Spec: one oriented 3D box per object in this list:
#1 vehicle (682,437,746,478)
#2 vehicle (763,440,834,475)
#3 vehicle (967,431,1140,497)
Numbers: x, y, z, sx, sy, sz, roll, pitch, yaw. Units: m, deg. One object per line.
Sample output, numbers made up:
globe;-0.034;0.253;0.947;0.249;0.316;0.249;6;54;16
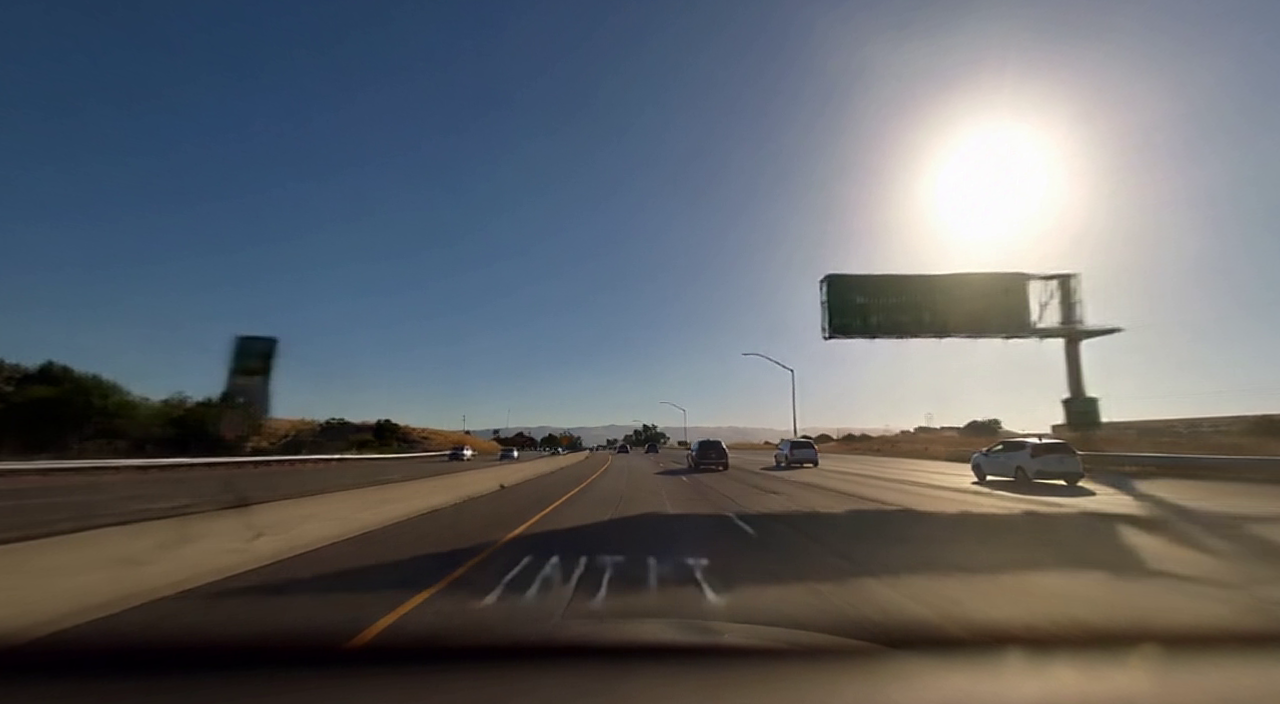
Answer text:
vehicle;3.034;4.445;26.873;1.977;1.601;4.598;0;-9;-2
vehicle;7.051;4.731;28.542;1.952;1.442;4.259;0;-9;-2
vehicle;10.886;2.964;17.069;1.844;1.560;4.085;0;-9;-1
